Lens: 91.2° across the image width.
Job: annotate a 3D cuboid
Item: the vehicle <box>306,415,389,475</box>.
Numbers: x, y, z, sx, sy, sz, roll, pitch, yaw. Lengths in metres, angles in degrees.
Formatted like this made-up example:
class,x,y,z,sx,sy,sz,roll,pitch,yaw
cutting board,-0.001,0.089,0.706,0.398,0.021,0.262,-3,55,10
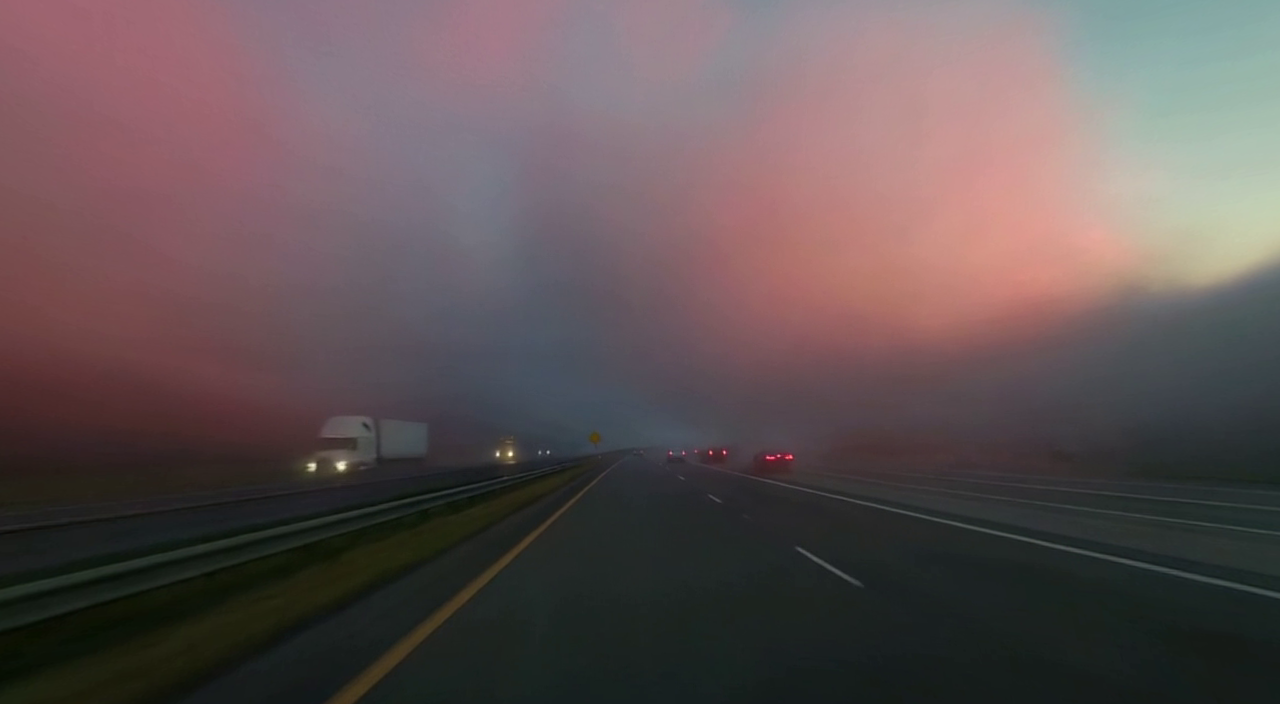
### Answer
class,x,y,z,sx,sy,sz,roll,pitch,yaw
vehicle,-20.495,6.561,44.325,2.925,3.917,5.946,0,-9,-1
